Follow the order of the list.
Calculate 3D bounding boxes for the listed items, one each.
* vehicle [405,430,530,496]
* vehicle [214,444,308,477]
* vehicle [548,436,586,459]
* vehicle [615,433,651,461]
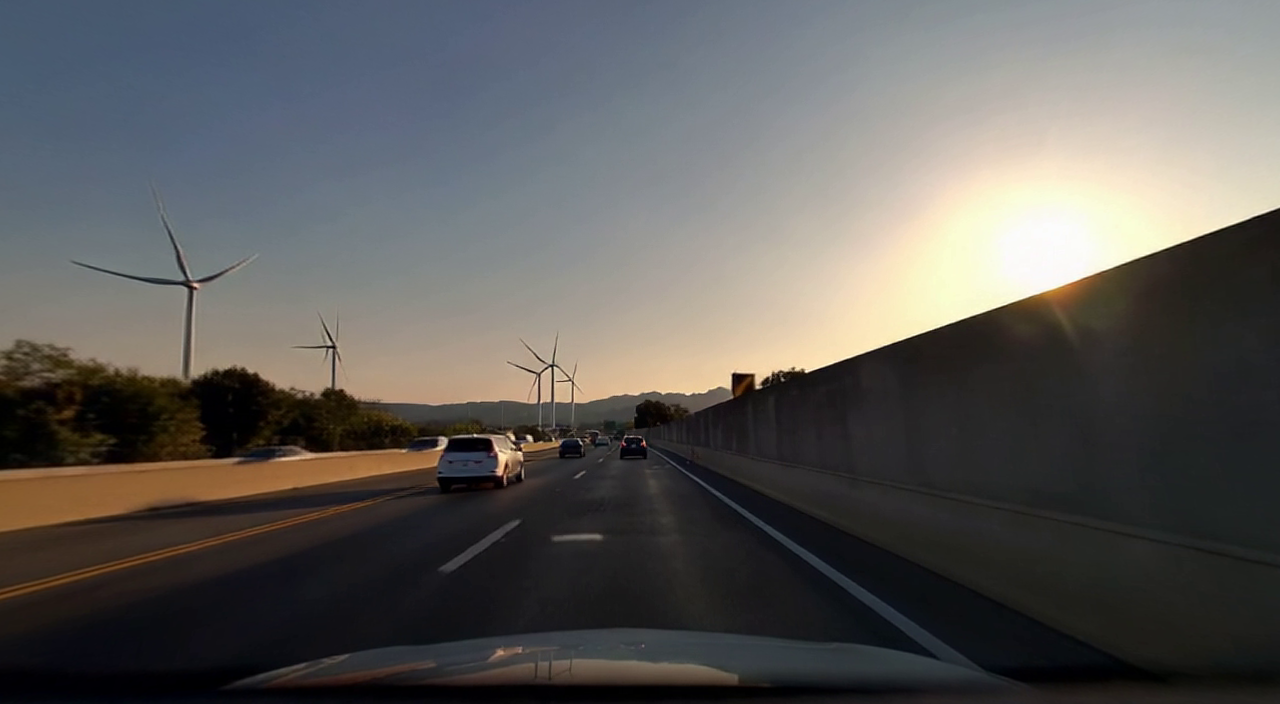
[{"bbox_3d":[-4.324,2.841,16.686,1.998,1.468,4.635,0,-8,0],"label":"vehicle"},{"bbox_3d":[-17.911,5.111,29.994,2.016,1.400,3.994,0,-8,-1],"label":"vehicle"},{"bbox_3d":[-4.706,6.177,40.892,2.059,1.436,3.802,0,-8,-1],"label":"vehicle"},{"bbox_3d":[-0.444,5.516,36.811,2.027,1.550,3.607,0,-8,-2],"label":"vehicle"}]
